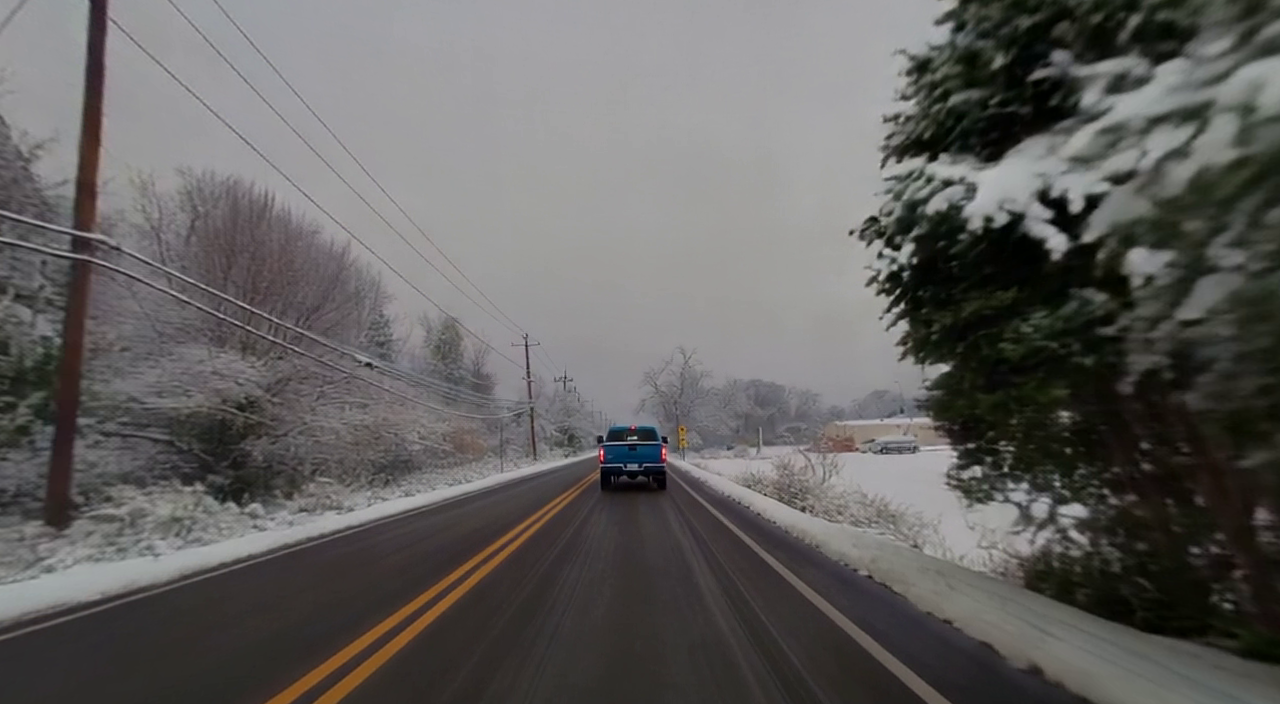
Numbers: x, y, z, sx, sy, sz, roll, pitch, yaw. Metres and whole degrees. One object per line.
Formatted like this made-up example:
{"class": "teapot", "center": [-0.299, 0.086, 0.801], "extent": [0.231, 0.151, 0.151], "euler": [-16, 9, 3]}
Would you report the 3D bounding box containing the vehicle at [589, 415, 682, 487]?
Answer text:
{"class": "vehicle", "center": [-0.226, 3.790, 24.369], "extent": [3.021, 2.326, 7.410], "euler": [0, -8, -1]}
